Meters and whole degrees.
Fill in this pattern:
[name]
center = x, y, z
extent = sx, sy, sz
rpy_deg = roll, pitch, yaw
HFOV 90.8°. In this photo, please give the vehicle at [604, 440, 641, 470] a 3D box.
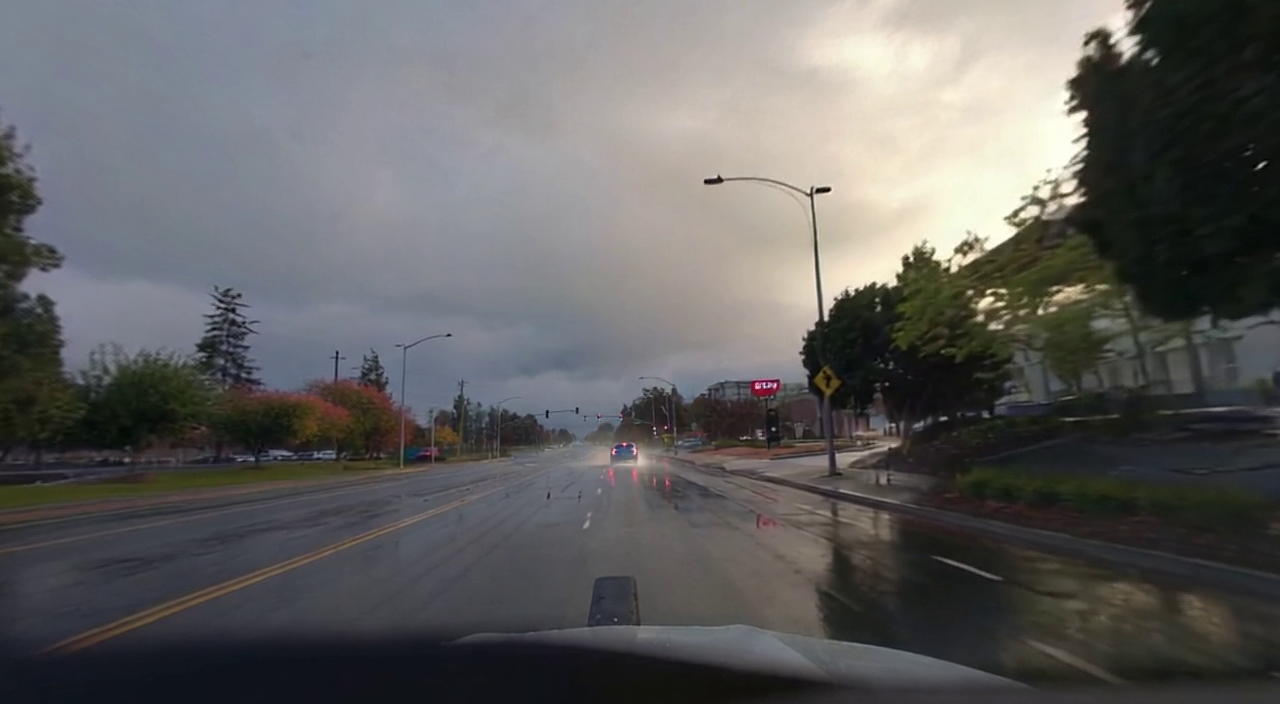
[vehicle]
center = -1.013, 6.012, 37.117
extent = 2.024, 1.628, 4.774
rpy_deg = 0, -8, -1
